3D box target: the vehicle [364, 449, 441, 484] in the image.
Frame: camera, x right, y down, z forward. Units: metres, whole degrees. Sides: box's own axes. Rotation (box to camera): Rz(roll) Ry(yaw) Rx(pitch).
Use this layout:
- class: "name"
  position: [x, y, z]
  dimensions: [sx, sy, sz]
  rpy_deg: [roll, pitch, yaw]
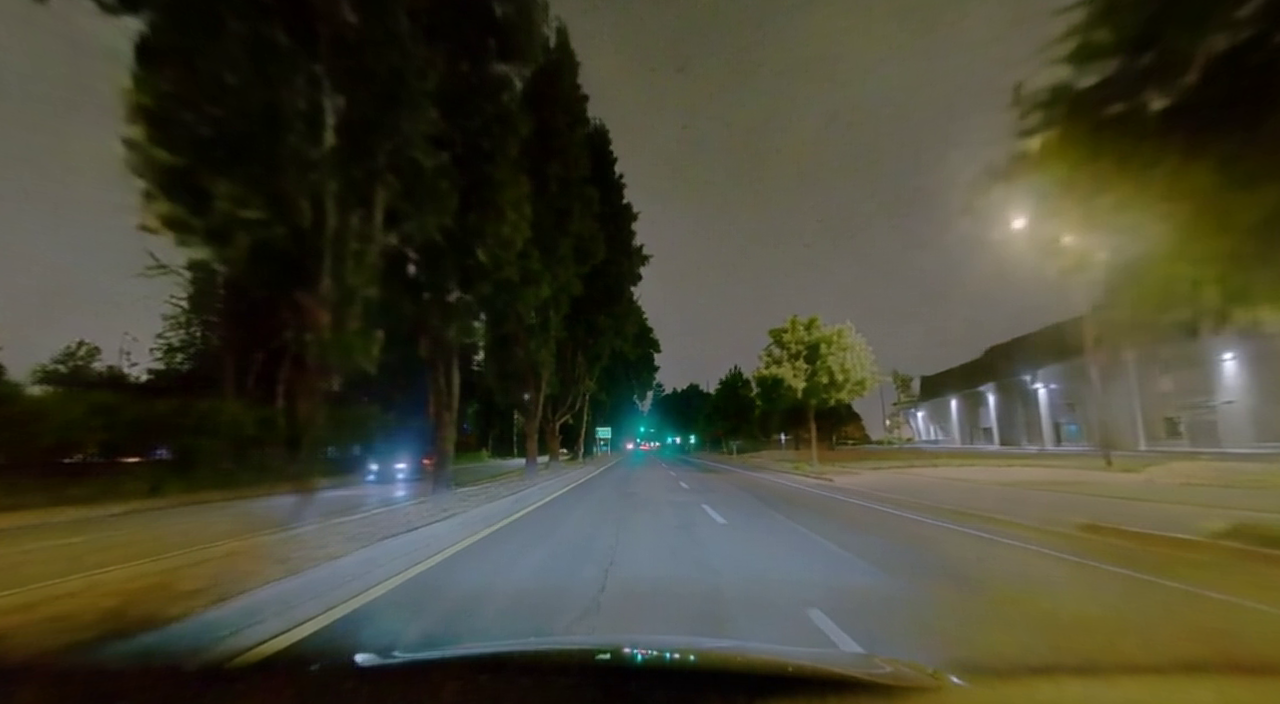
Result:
- class: "vehicle"
  position: [-10.834, 5.248, 29.208]
  dimensions: [1.825, 1.473, 4.357]
  rpy_deg: [0, -9, 1]
